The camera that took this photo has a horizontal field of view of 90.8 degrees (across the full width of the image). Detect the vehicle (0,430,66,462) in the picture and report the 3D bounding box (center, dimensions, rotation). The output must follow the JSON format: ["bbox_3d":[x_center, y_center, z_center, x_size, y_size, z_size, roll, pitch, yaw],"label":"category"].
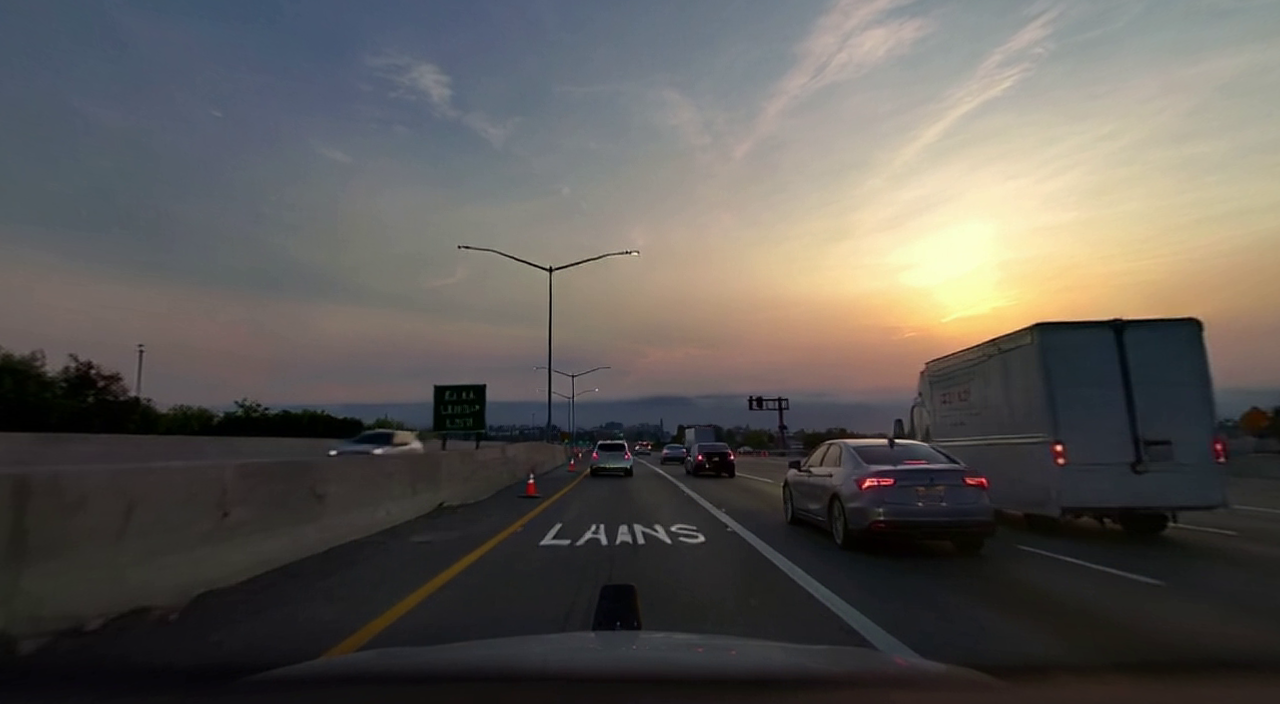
[{"bbox_3d":[-32.650,4.865,32.653,1.885,1.550,4.330,0,-8,-2],"label":"vehicle"}]

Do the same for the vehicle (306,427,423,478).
[{"bbox_3d":[-9.370,3.469,21.944,2.007,1.555,4.466,0,-9,1],"label":"vehicle"}]

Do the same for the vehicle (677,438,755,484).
[{"bbox_3d":[2.587,3.843,22.585,2.042,1.460,4.451,0,-8,-2],"label":"vehicle"}]

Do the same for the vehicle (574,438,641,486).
[{"bbox_3d":[-1.049,3.726,21.673,2.069,1.470,4.004,0,-8,-2],"label":"vehicle"}]

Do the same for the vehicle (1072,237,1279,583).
[{"bbox_3d":[7.744,0.741,7.777,2.575,3.519,2.984,-1,-8,4],"label":"vehicle"}]

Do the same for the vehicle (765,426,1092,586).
[{"bbox_3d":[3.101,1.738,8.025,1.996,1.455,4.281,0,-8,-2],"label":"vehicle"}]
